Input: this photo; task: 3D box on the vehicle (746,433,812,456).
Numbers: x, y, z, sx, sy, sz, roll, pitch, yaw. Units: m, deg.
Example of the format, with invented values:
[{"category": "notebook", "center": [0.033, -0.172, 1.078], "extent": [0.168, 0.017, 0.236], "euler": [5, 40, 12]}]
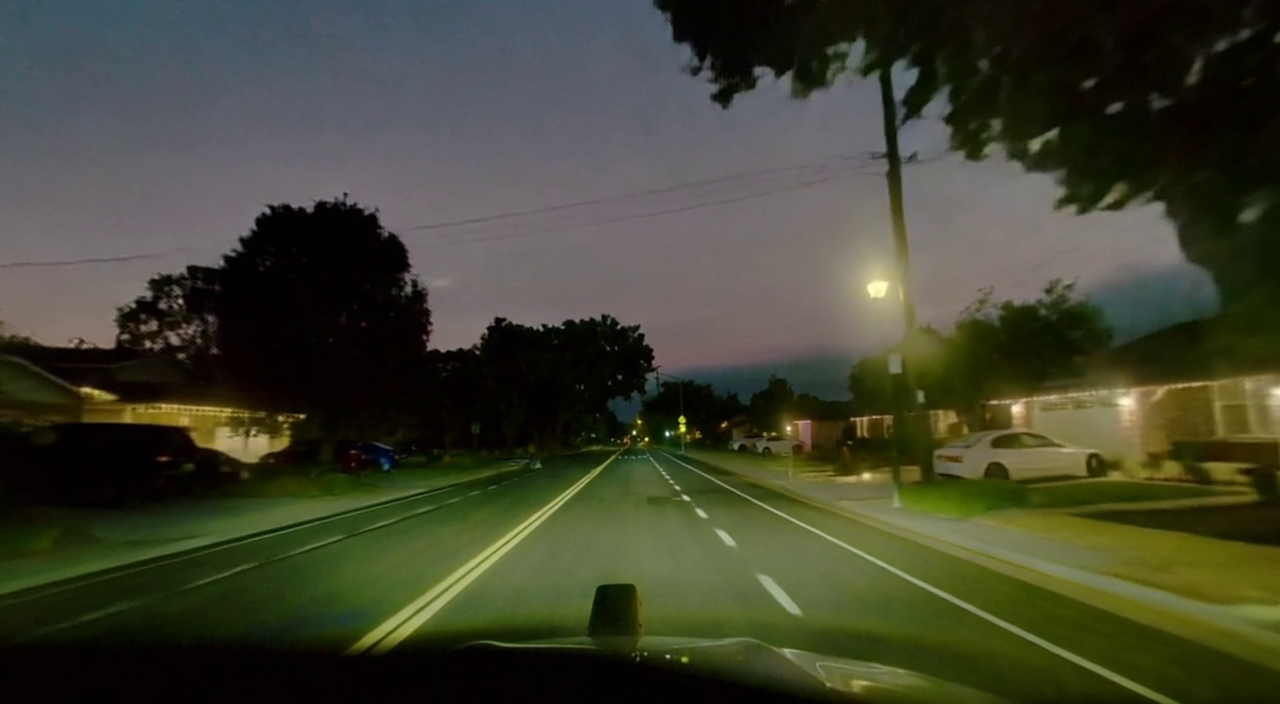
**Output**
[{"category": "vehicle", "center": [10.742, 7.183, 49.008], "extent": [4.493, 1.493, 1.926], "euler": [-3, -8, -4]}]

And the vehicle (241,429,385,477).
[{"category": "vehicle", "center": [-12.856, 4.002, 25.074], "extent": [4.549, 1.802, 2.081], "euler": [0, -8, 1]}]

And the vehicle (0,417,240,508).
[{"category": "vehicle", "center": [-12.450, 2.522, 14.635], "extent": [5.009, 1.880, 1.961], "euler": [-1, -7, 1]}]

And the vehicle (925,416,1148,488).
[{"category": "vehicle", "center": [10.712, 2.731, 17.336], "extent": [4.751, 1.518, 1.885], "euler": [-4, -8, -1]}]
